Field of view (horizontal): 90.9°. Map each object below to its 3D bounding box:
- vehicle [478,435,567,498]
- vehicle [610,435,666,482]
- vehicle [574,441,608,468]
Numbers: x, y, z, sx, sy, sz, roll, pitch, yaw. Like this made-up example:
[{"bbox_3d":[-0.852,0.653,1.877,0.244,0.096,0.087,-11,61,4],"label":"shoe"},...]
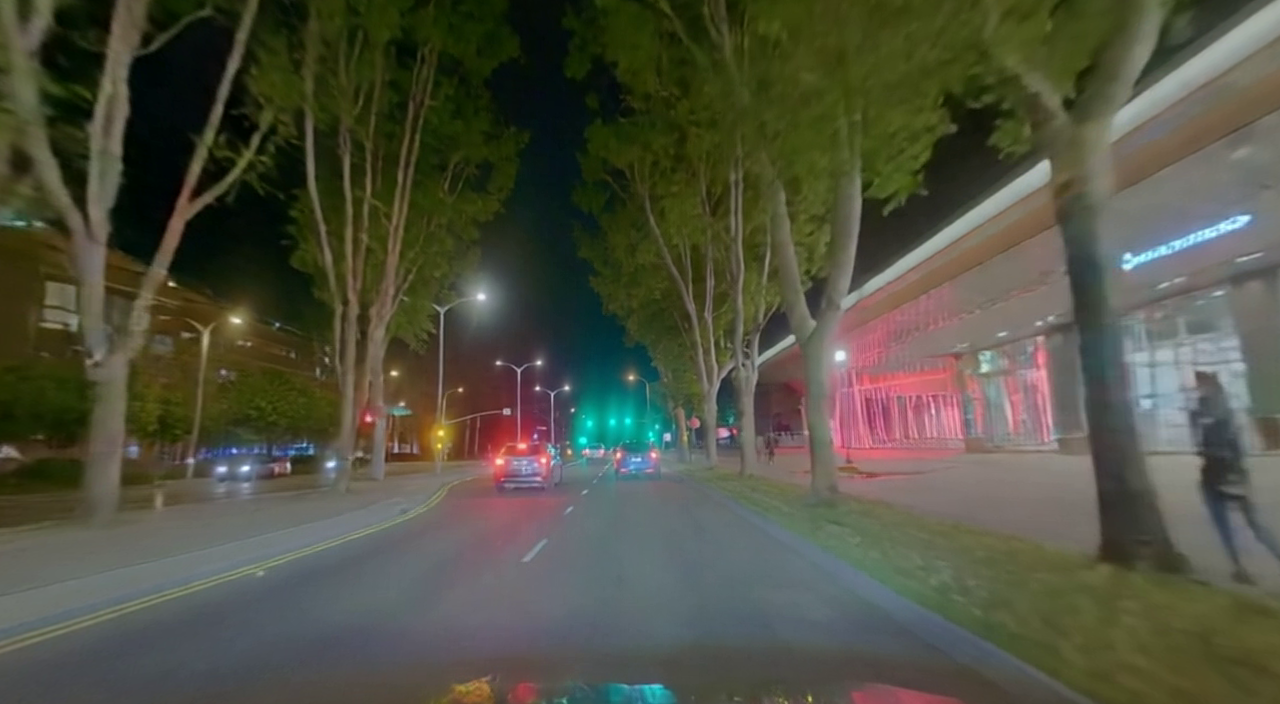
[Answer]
[{"bbox_3d":[-3.437,3.424,19.233,1.940,1.722,3.823,0,-8,0],"label":"vehicle"},{"bbox_3d":[-0.103,4.316,25.771,2.120,1.758,3.917,0,-8,-1],"label":"vehicle"},{"bbox_3d":[-3.584,7.576,46.895,2.220,1.847,4.587,0,-8,-1],"label":"vehicle"}]
